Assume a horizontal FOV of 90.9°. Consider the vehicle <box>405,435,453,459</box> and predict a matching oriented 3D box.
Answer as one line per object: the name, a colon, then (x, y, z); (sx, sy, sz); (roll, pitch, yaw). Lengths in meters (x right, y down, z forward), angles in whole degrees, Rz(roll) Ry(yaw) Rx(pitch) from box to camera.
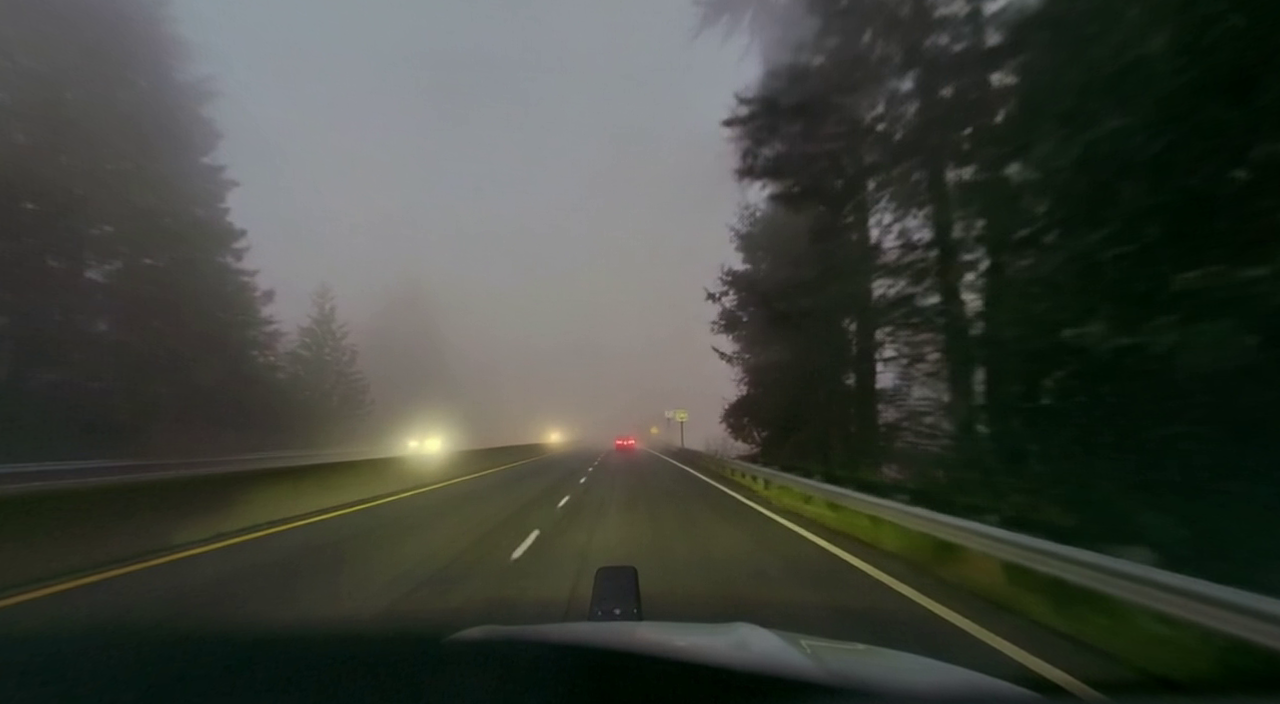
vehicle: (-13.437, 6.020, 40.352); (1.853, 1.436, 3.706); (1, -8, -1)
